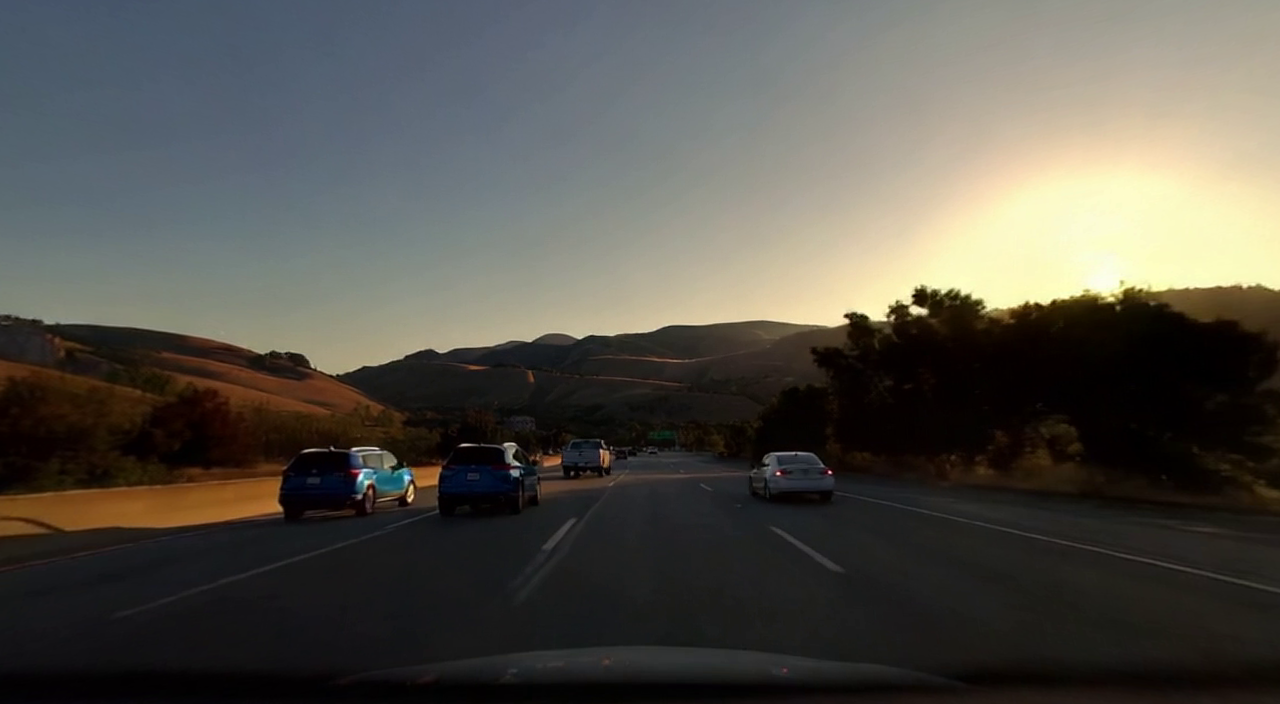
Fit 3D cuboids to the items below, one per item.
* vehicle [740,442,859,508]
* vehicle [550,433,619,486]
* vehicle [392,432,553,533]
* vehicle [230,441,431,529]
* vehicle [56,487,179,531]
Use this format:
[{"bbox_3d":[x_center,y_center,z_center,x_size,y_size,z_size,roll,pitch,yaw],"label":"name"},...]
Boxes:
[{"bbox_3d":[4.201,3.321,17.478,2.071,1.570,4.637,0,-9,0],"label":"vehicle"},{"bbox_3d":[-2.388,4.860,28.805,2.494,2.136,5.539,0,-9,2],"label":"vehicle"},{"bbox_3d":[-3.206,2.592,13.085,2.080,1.716,4.207,0,-9,2],"label":"vehicle"},{"bbox_3d":[-6.588,2.860,14.194,2.084,1.639,4.648,0,-9,1],"label":"vehicle"},{"bbox_3d":[-24.423,7.337,29.685,1.835,1.544,4.610,0,-8,0],"label":"vehicle"}]
